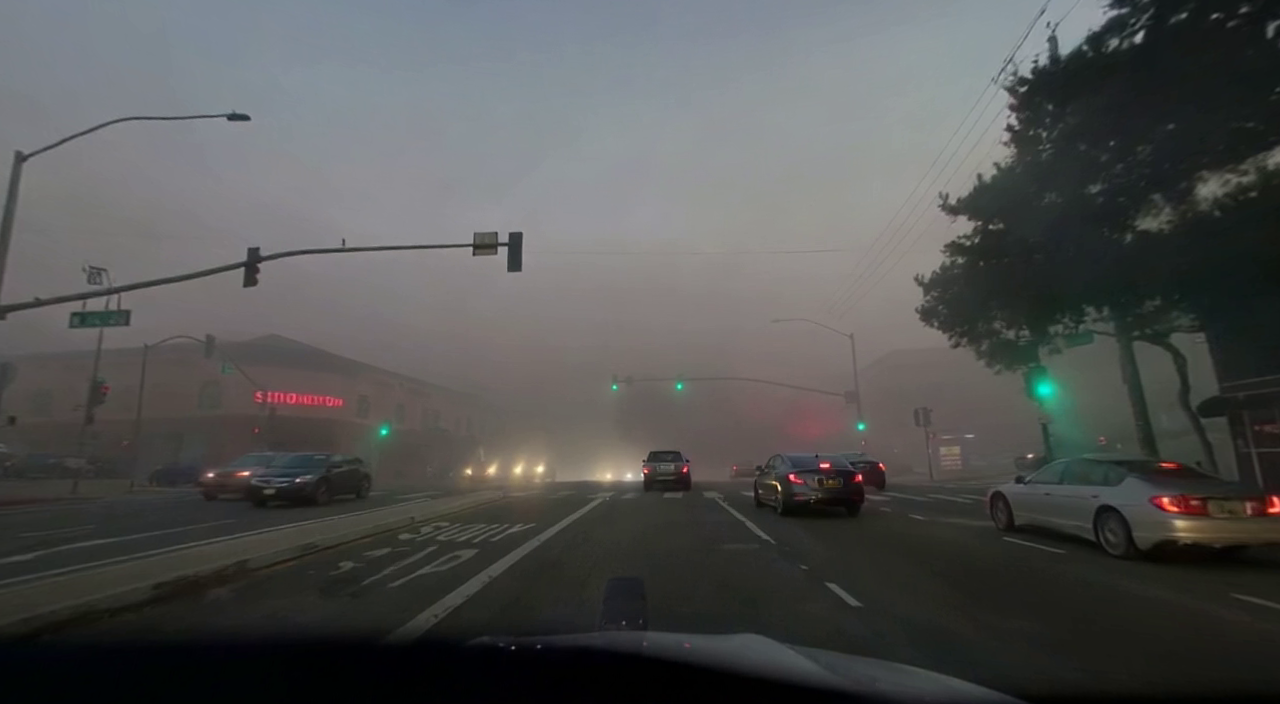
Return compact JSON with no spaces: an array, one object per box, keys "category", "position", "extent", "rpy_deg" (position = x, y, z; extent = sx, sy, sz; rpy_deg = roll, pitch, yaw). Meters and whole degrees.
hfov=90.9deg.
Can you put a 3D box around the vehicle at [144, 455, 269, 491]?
[{"category":"vehicle","position":[-19.355,5.363,28.249],"extent":[4.404,1.462,2.075],"rpy_deg":[-2,-8,12]}]

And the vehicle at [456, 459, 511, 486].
[{"category":"vehicle","position":[-9.865,7.627,40.163],"extent":[1.938,1.506,4.771],"rpy_deg":[-1,-8,5]}]

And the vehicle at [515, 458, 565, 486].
[{"category":"vehicle","position":[-6.253,7.539,39.917],"extent":[1.993,1.491,4.673],"rpy_deg":[-1,-8,5]}]

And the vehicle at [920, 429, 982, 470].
[{"category":"vehicle","position":[20.193,6.298,40.838],"extent":[2.521,2.491,5.455],"rpy_deg":[-8,-11,35]}]

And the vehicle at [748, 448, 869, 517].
[{"category":"vehicle","position":[4.120,3.233,16.279],"extent":[1.963,1.484,4.609],"rpy_deg":[0,-8,1]}]

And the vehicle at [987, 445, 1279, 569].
[{"category":"vehicle","position":[7.668,2.200,9.921],"extent":[1.911,1.466,4.572],"rpy_deg":[0,-8,2]}]

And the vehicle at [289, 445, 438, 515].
[{"category":"vehicle","position":[-7.560,3.489,17.841],"extent":[1.995,1.718,4.442],"rpy_deg":[0,-8,3]}]

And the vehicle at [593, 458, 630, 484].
[{"category":"vehicle","position":[-2.011,8.675,46.226],"extent":[2.041,1.494,4.647],"rpy_deg":[-3,-6,5]}]

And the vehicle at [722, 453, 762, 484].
[{"category":"vehicle","position":[6.272,7.174,39.061],"extent":[2.036,1.719,4.318],"rpy_deg":[-1,-8,4]}]

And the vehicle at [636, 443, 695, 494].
[{"category":"vehicle","position":[1.110,4.678,25.759],"extent":[2.210,1.861,4.280],"rpy_deg":[-1,-8,4]}]
